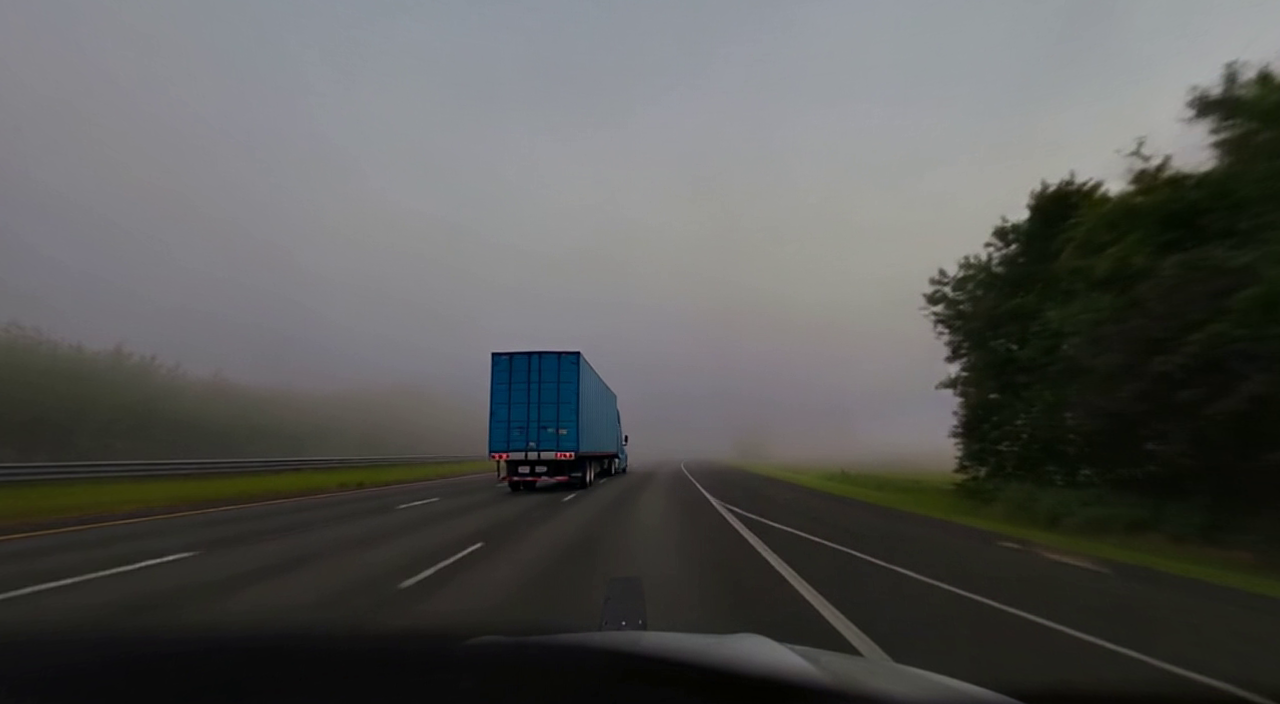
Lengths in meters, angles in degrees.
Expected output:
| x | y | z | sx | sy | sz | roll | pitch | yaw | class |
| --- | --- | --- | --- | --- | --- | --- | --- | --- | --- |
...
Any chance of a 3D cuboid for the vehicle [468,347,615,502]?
| x | y | z | sx | sy | sz | roll | pitch | yaw | class |
| --- | --- | --- | --- | --- | --- | --- | --- | --- | --- |
| -2.871 | 3.005 | 23.932 | 2.851 | 4.098 | 14.436 | 0 | -9 | 2 | vehicle |
